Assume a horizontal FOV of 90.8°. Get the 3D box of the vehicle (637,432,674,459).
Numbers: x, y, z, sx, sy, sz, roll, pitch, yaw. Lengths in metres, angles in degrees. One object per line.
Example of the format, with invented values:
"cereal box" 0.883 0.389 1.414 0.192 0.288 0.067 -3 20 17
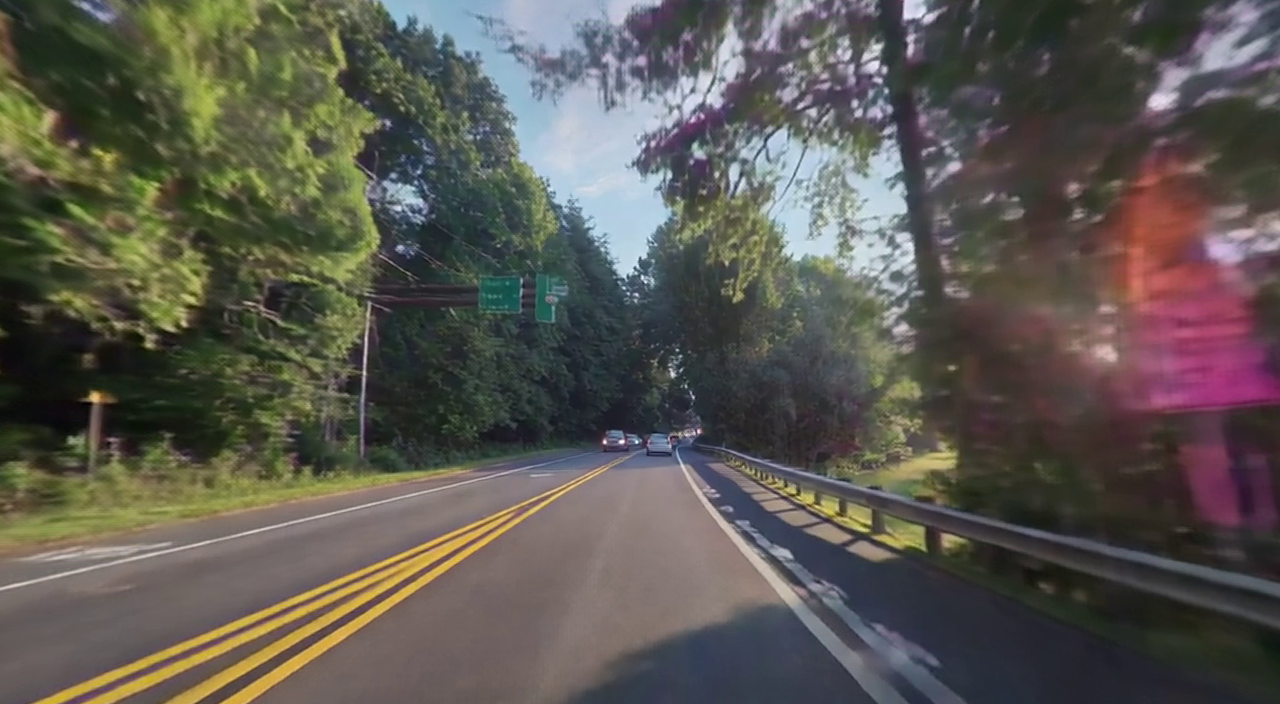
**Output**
"vehicle" 0.942 5.482 37.069 2.067 1.486 3.861 -1 -9 3
